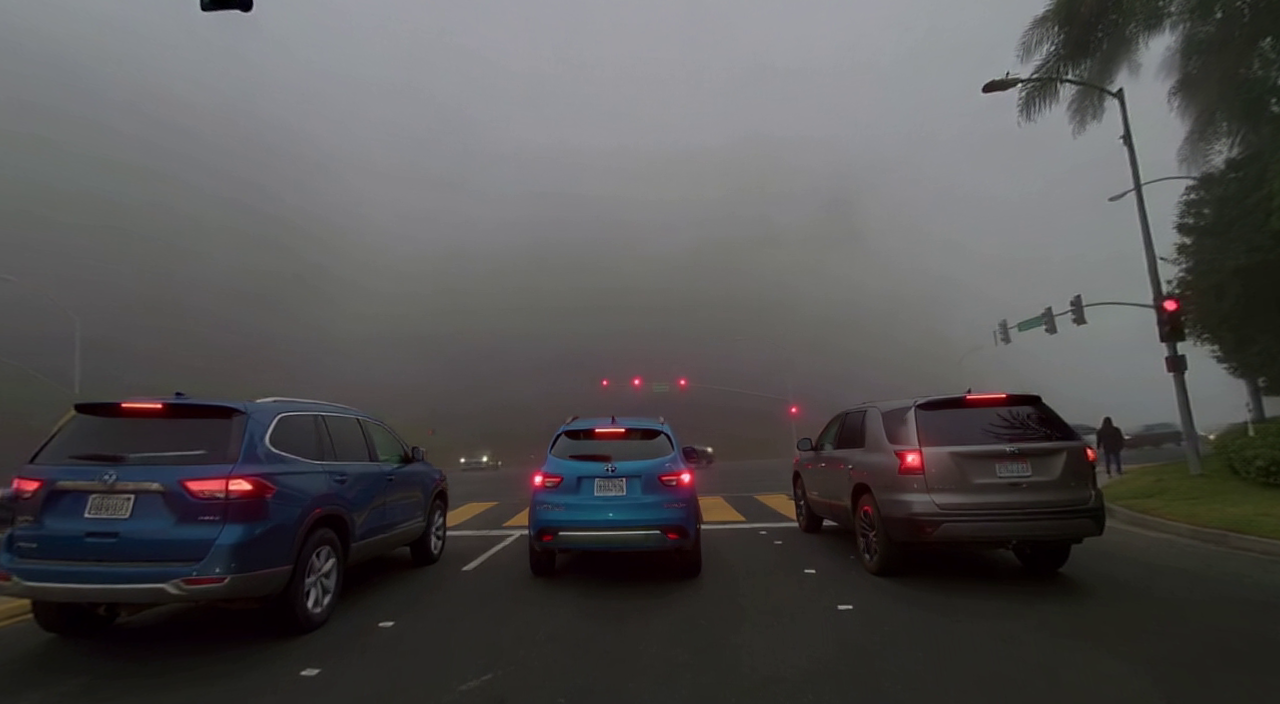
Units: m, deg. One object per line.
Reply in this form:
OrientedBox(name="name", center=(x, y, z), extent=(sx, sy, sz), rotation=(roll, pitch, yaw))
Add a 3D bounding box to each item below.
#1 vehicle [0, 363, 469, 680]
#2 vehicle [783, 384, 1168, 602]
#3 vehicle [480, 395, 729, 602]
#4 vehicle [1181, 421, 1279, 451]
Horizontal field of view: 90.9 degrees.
OrientedBox(name="vehicle", center=(-3.273, 1.285, 5.895), extent=(2.047, 1.810, 4.414), rotation=(0, -8, 1))
OrientedBox(name="vehicle", center=(3.272, 1.485, 7.509), extent=(2.083, 1.779, 4.532), rotation=(0, -8, 0))
OrientedBox(name="vehicle", center=(-0.235, 1.513, 7.316), extent=(2.067, 1.702, 3.987), rotation=(0, -8, 2))
OrientedBox(name="vehicle", center=(32.798, 4.651, 34.757), extent=(4.175, 1.634, 1.877), rotation=(1, -8, -4))
